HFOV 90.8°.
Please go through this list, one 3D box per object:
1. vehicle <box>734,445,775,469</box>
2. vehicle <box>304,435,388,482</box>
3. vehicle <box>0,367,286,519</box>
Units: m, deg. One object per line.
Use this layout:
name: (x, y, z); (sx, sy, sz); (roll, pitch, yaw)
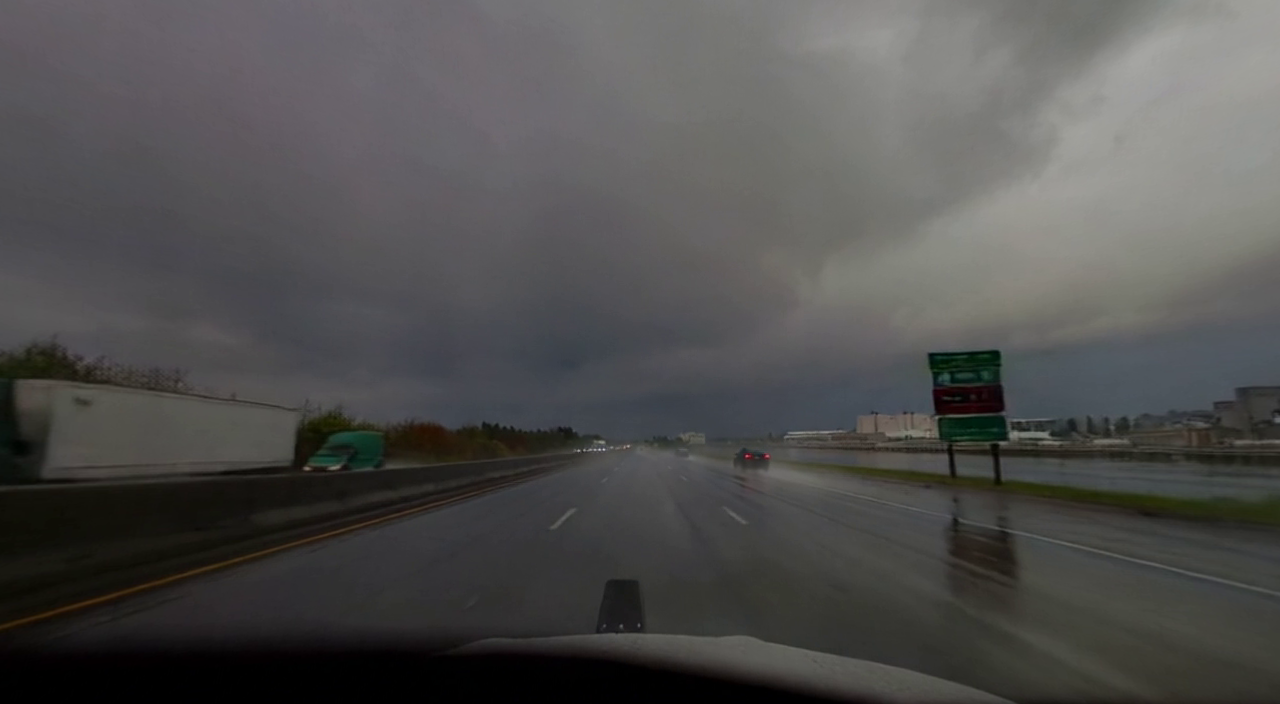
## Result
vehicle: (7.448, 6.866, 41.384); (1.923, 1.516, 3.815); (0, -9, -1)
vehicle: (-17.111, 6.222, 37.106); (2.352, 2.506, 5.861); (0, -9, -3)
vehicle: (-18.909, 3.494, 23.686); (2.952, 4.057, 14.423); (0, -9, 0)
